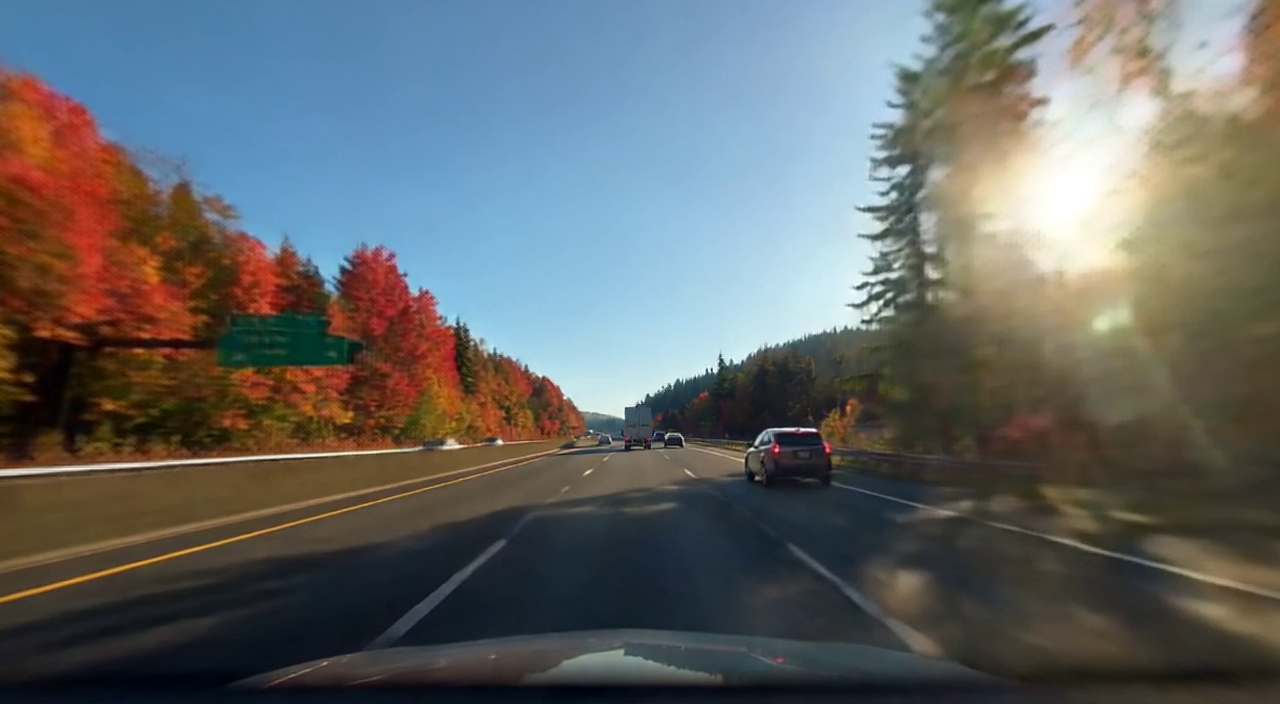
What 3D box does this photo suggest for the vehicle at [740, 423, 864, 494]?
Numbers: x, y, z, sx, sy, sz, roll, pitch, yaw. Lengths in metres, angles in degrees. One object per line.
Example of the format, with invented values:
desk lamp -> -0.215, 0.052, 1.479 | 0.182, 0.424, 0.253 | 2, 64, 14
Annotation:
vehicle -> 3.800, 2.548, 15.497 | 1.882, 1.492, 3.958 | 0, -8, -2

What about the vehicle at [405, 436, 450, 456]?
vehicle -> -16.590, 7.352, 49.315 | 1.928, 1.492, 4.607 | 0, -8, 0
